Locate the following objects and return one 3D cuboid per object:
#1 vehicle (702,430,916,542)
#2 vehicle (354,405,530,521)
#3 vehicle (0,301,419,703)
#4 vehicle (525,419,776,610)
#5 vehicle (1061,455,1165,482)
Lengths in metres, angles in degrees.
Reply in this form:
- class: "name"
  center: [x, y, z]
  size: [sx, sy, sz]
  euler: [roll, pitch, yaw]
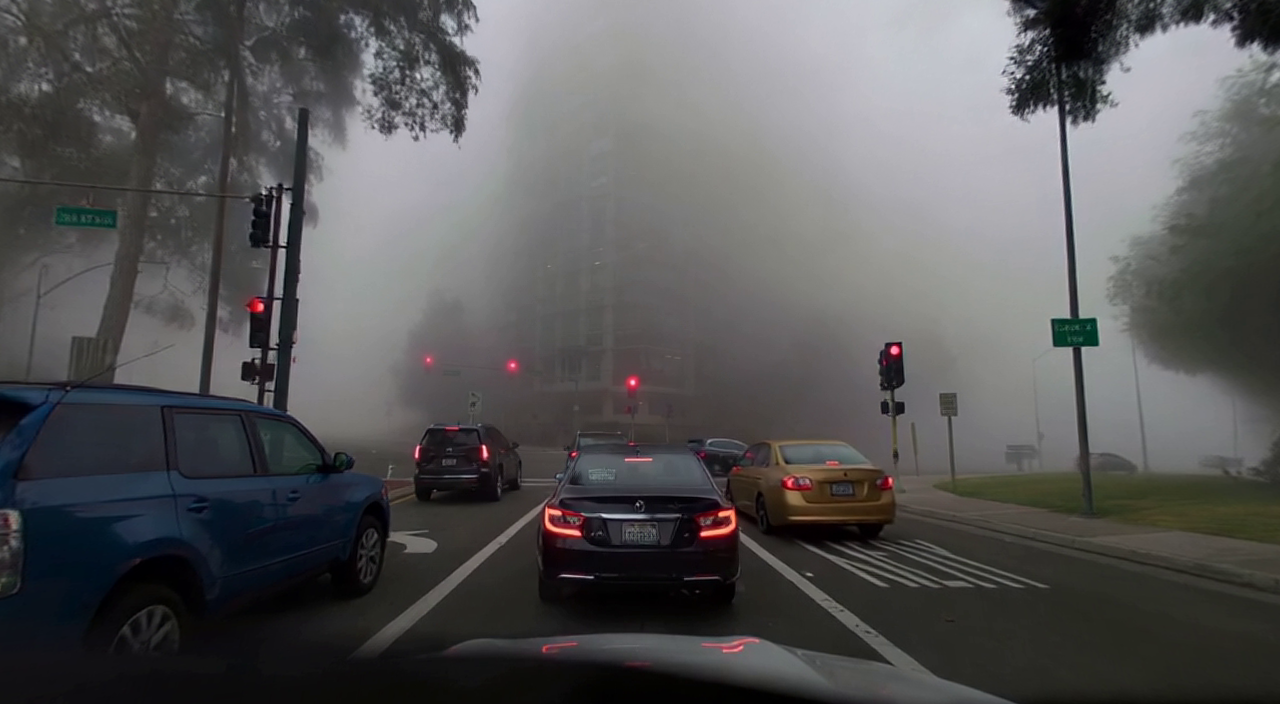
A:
- class: "vehicle"
  center: [2.616, 2.222, 11.261]
  size: [2.100, 1.524, 4.746]
  euler: [1, -9, -6]
- class: "vehicle"
  center: [-3.878, 2.317, 13.706]
  size: [2.305, 1.984, 5.586]
  euler: [0, -8, -3]
- class: "vehicle"
  center: [-3.143, 1.010, 4.143]
  size: [1.924, 1.737, 4.387]
  euler: [0, -9, -2]
- class: "vehicle"
  center: [-0.056, 1.621, 7.317]
  size: [2.001, 1.483, 4.442]
  euler: [0, -9, -4]
- class: "vehicle"
  center: [29.026, 7.157, 38.873]
  size: [4.737, 1.572, 2.026]
  euler: [0, -8, 0]
